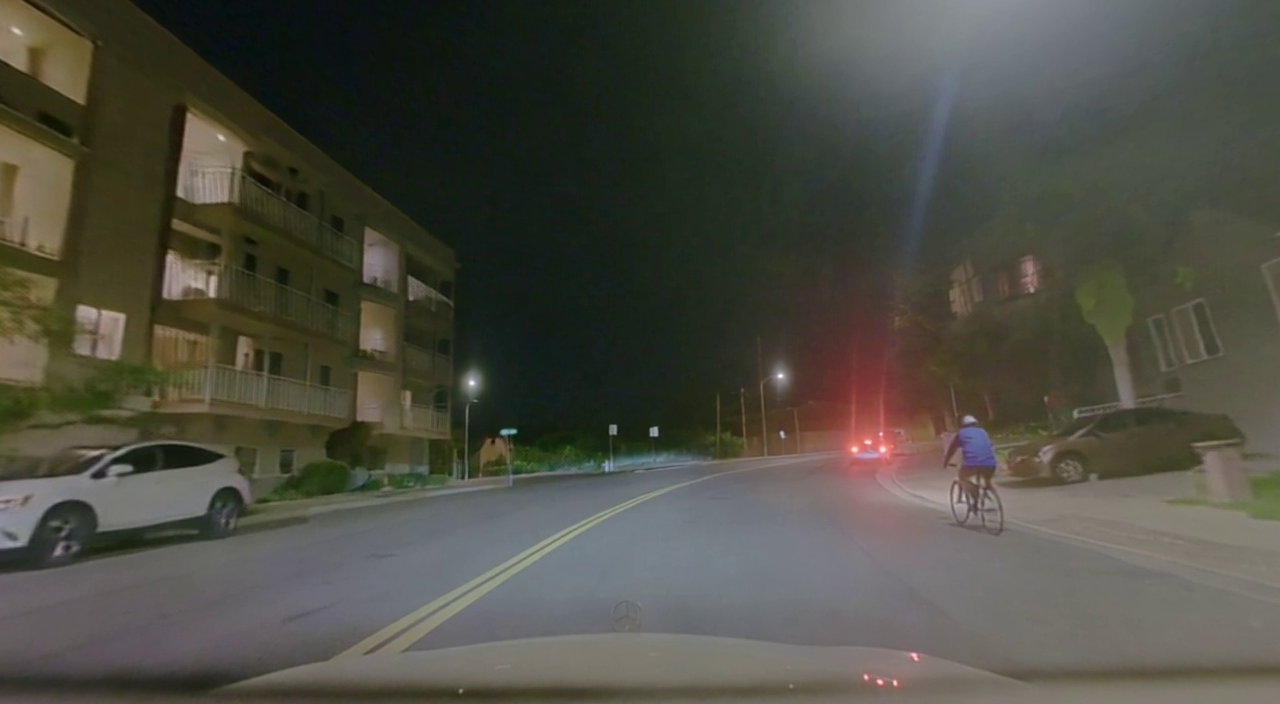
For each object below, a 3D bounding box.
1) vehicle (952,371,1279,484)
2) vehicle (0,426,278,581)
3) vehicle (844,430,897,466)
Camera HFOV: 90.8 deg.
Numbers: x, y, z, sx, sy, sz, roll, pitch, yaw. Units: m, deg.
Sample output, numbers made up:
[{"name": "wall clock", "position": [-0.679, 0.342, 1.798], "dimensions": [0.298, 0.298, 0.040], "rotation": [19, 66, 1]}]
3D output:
[{"name": "vehicle", "position": [11.372, 1.890, 15.397], "dimensions": [6.099, 1.973, 2.450], "rotation": [-7, -9, 9]}, {"name": "vehicle", "position": [-7.630, 1.962, 8.960], "dimensions": [1.937, 1.670, 4.391], "rotation": [-1, -9, 8]}, {"name": "vehicle", "position": [11.951, 4.965, 32.615], "dimensions": [2.105, 1.705, 4.392], "rotation": [-4, -9, 25]}]
